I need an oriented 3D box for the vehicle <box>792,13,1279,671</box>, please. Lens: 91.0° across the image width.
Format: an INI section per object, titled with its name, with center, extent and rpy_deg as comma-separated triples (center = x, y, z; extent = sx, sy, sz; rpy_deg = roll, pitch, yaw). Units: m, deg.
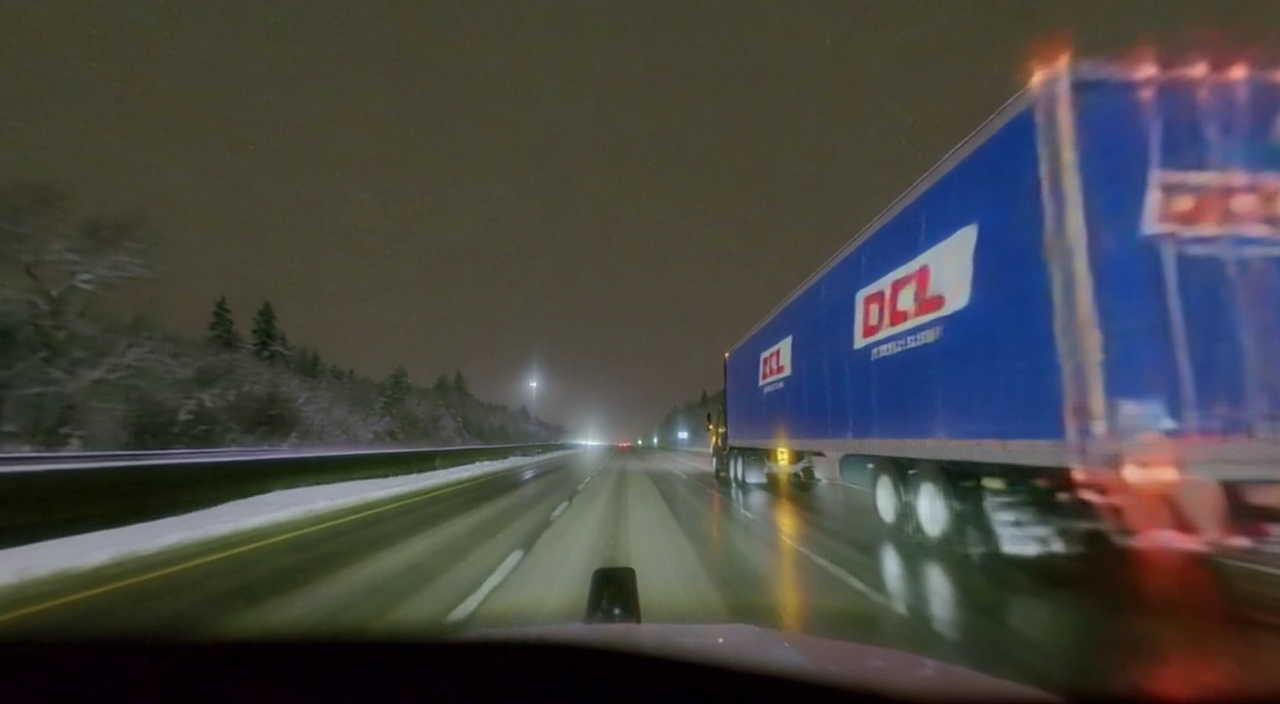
[vehicle]
center = 4.510, 0.370, 7.827
extent = 2.880, 3.918, 8.254
rpy_deg = 0, -8, -2
